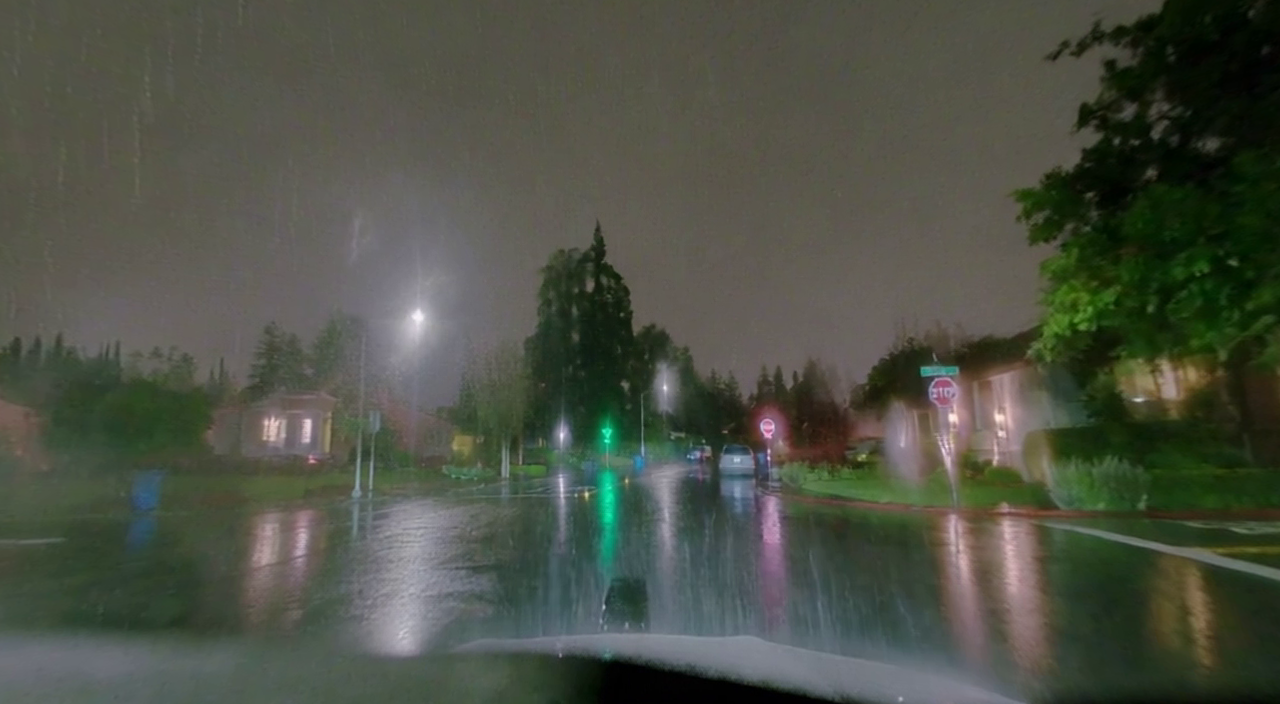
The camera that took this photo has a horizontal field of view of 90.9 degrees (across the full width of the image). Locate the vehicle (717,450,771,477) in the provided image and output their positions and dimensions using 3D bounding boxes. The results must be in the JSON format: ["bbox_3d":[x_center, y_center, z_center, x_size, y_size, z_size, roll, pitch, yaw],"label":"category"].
[{"bbox_3d":[7.119,7.460,42.603,2.692,1.649,4.689,-3,-9,20],"label":"vehicle"}]
